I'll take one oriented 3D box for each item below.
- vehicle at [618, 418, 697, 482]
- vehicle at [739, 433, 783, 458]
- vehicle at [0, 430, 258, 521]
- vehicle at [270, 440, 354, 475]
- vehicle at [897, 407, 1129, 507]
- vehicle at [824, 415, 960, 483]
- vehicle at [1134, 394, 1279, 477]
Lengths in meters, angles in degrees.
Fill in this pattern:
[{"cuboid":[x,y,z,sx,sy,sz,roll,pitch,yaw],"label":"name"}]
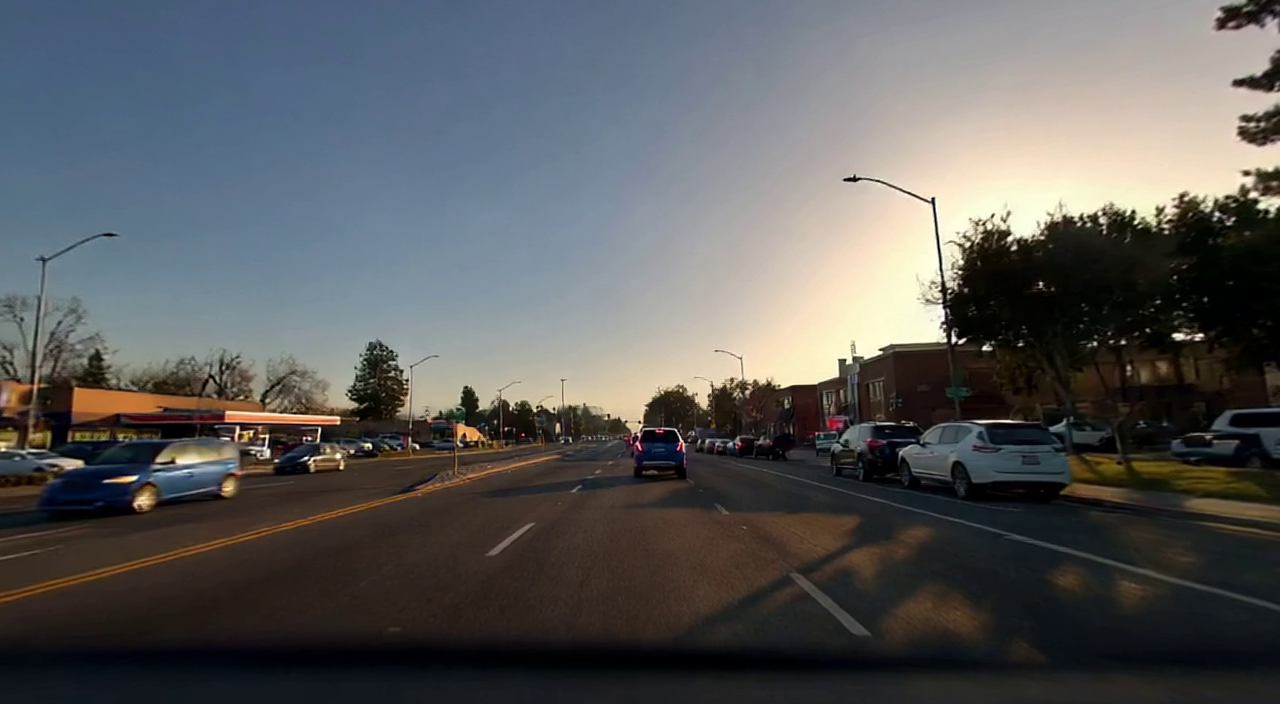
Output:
[{"cuboid":[0.573,3.245,20.978,2.317,1.857,5.150,0,-8,1],"label":"vehicle"},{"cuboid":[7.616,5.927,39.929,1.818,1.459,4.806,0,-8,0],"label":"vehicle"},{"cuboid":[-10.916,2.633,13.990,2.002,1.694,4.384,0,-8,0],"label":"vehicle"},{"cuboid":[-17.571,5.638,33.941,1.995,1.740,4.673,0,-8,0],"label":"vehicle"},{"cuboid":[7.471,2.172,13.321,1.970,1.744,4.662,0,-8,-1],"label":"vehicle"},{"cuboid":[7.373,2.917,19.036,2.032,1.776,4.782,0,-8,-1],"label":"vehicle"},{"cuboid":[13.659,1.844,13.726,1.844,1.650,4.415,1,-8,-5],"label":"vehicle"}]
